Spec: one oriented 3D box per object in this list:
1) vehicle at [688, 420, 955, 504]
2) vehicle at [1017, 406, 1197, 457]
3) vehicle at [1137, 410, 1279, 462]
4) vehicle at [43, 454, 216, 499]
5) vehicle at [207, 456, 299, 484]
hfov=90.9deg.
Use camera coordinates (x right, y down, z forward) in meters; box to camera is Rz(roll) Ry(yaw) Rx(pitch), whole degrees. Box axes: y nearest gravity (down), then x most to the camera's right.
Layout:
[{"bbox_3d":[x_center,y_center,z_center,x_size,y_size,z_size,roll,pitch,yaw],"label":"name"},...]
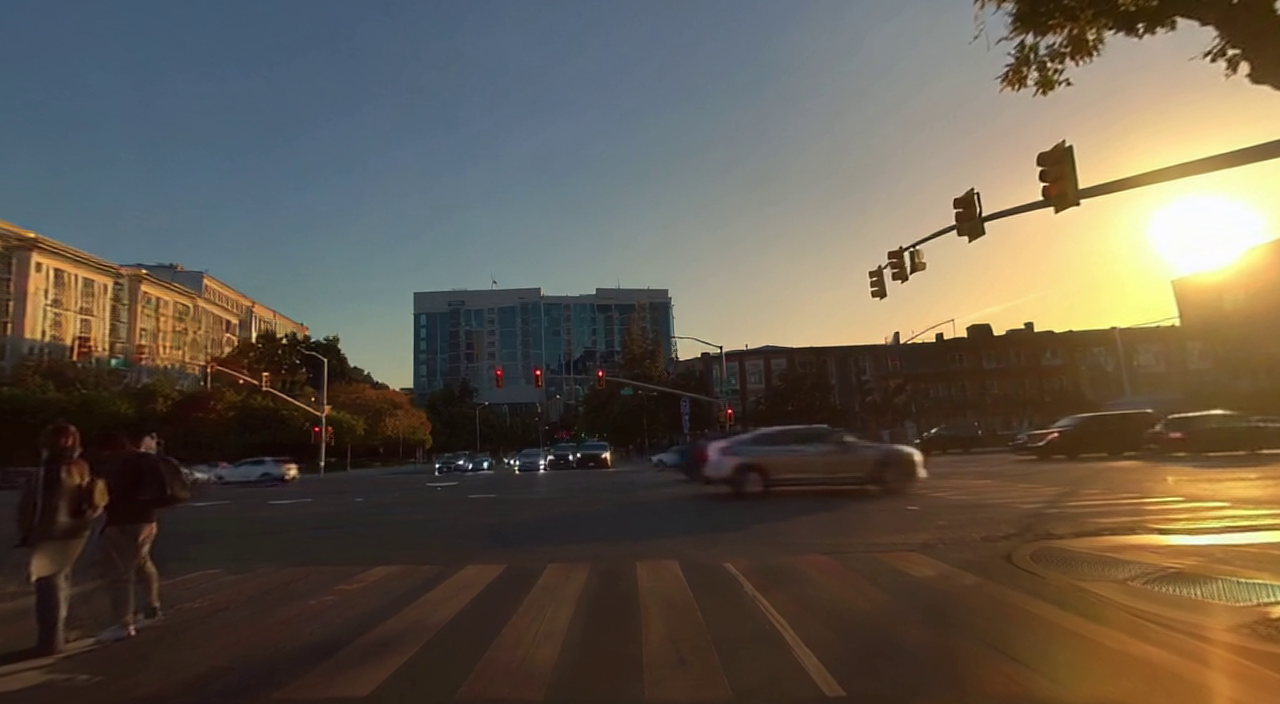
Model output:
[{"bbox_3d":[3.417,2.183,12.669,4.808,1.517,1.806,-1,-9,6],"label":"vehicle"},{"bbox_3d":[17.423,3.028,23.770,4.987,1.780,1.996,-1,-9,6],"label":"vehicle"},{"bbox_3d":[18.202,2.543,19.019,4.606,1.479,1.821,-1,-9,7],"label":"vehicle"},{"bbox_3d":[-17.832,4.324,22.131,4.650,1.448,1.892,-1,-9,6],"label":"vehicle"},{"bbox_3d":[-23.230,7.105,37.936,4.397,1.582,1.820,-1,-9,6],"label":"vehicle"}]
